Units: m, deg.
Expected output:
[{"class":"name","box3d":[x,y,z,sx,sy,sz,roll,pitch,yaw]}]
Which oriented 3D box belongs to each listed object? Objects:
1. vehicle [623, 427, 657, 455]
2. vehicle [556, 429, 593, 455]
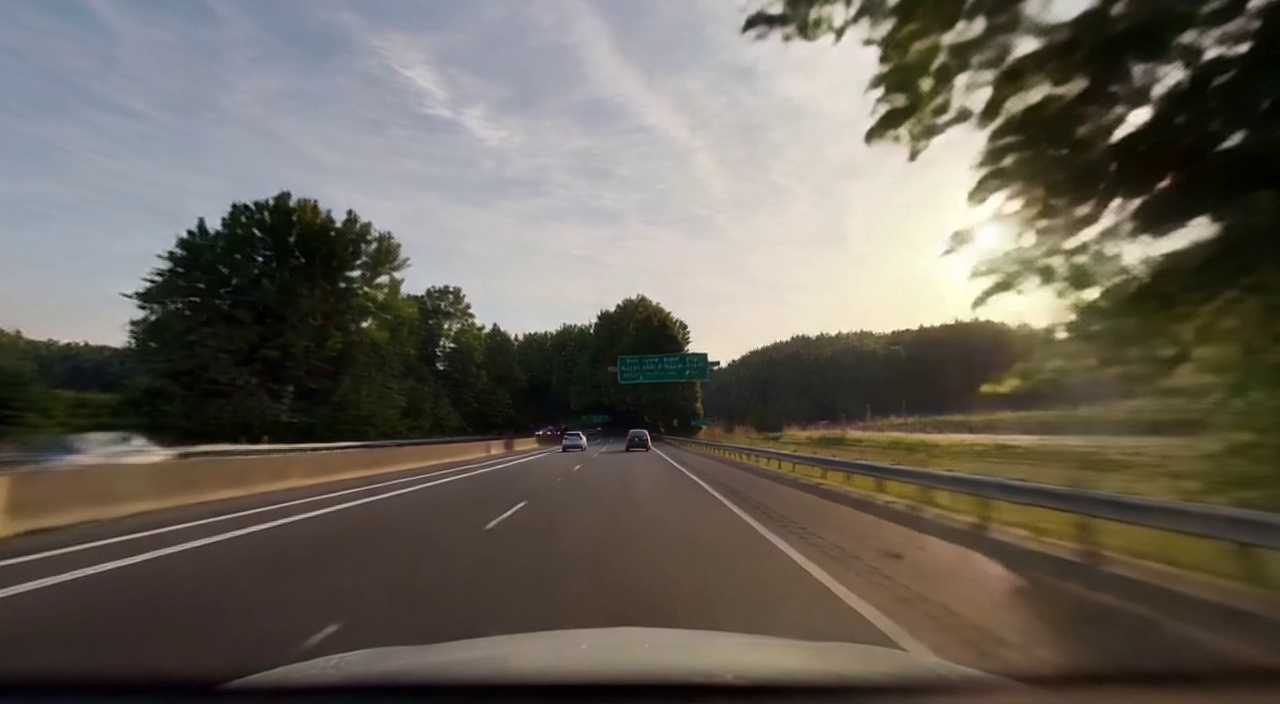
[{"class":"vehicle","box3d":[-0.041,5.912,41.956,2.170,1.790,4.490,0,-8,-1]},{"class":"vehicle","box3d":[-4.352,6.069,42.532,2.055,1.610,4.116,0,-8,0]}]
